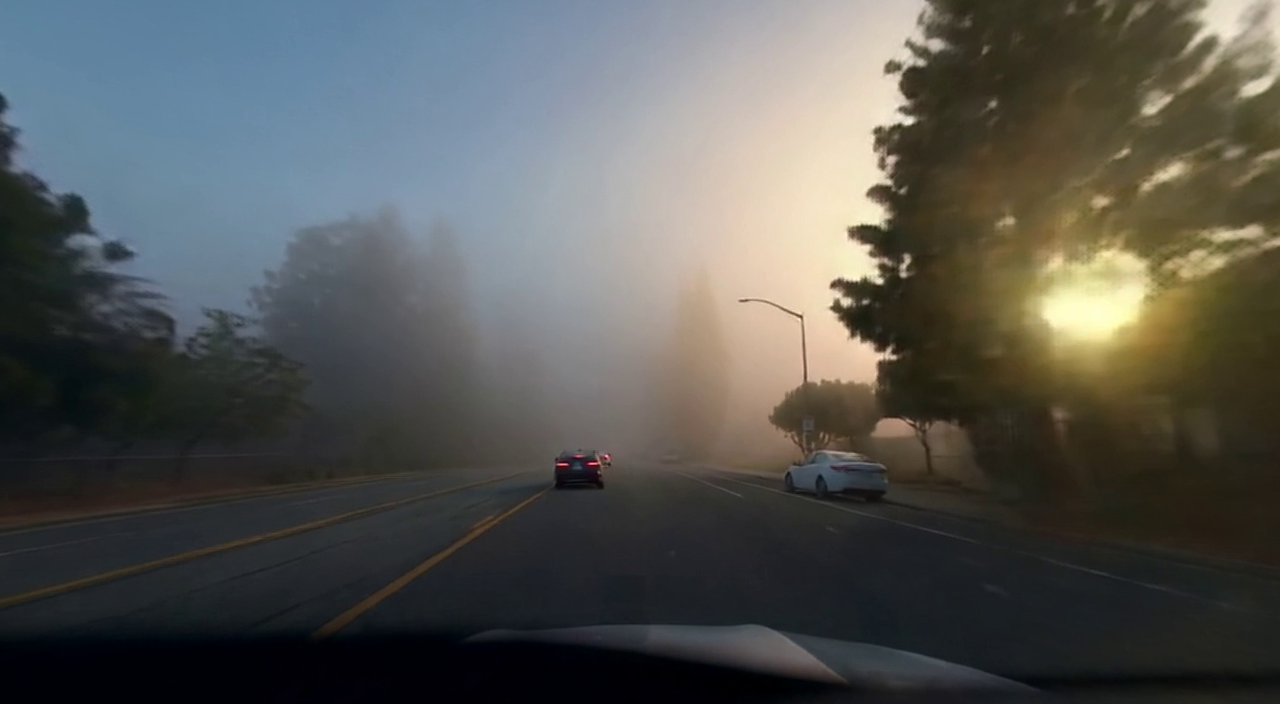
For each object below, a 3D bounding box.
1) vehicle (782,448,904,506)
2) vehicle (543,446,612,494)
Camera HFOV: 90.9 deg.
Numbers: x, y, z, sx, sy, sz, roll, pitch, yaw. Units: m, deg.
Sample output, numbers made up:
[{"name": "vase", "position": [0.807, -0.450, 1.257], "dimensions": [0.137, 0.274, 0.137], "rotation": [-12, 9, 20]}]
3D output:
[{"name": "vehicle", "position": [6.062, 3.766, 19.531], "dimensions": [2.164, 1.511, 4.571], "rotation": [0, -8, -1]}, {"name": "vehicle", "position": [-2.051, 3.987, 21.770], "dimensions": [2.099, 1.470, 4.302], "rotation": [0, -8, -2]}]
